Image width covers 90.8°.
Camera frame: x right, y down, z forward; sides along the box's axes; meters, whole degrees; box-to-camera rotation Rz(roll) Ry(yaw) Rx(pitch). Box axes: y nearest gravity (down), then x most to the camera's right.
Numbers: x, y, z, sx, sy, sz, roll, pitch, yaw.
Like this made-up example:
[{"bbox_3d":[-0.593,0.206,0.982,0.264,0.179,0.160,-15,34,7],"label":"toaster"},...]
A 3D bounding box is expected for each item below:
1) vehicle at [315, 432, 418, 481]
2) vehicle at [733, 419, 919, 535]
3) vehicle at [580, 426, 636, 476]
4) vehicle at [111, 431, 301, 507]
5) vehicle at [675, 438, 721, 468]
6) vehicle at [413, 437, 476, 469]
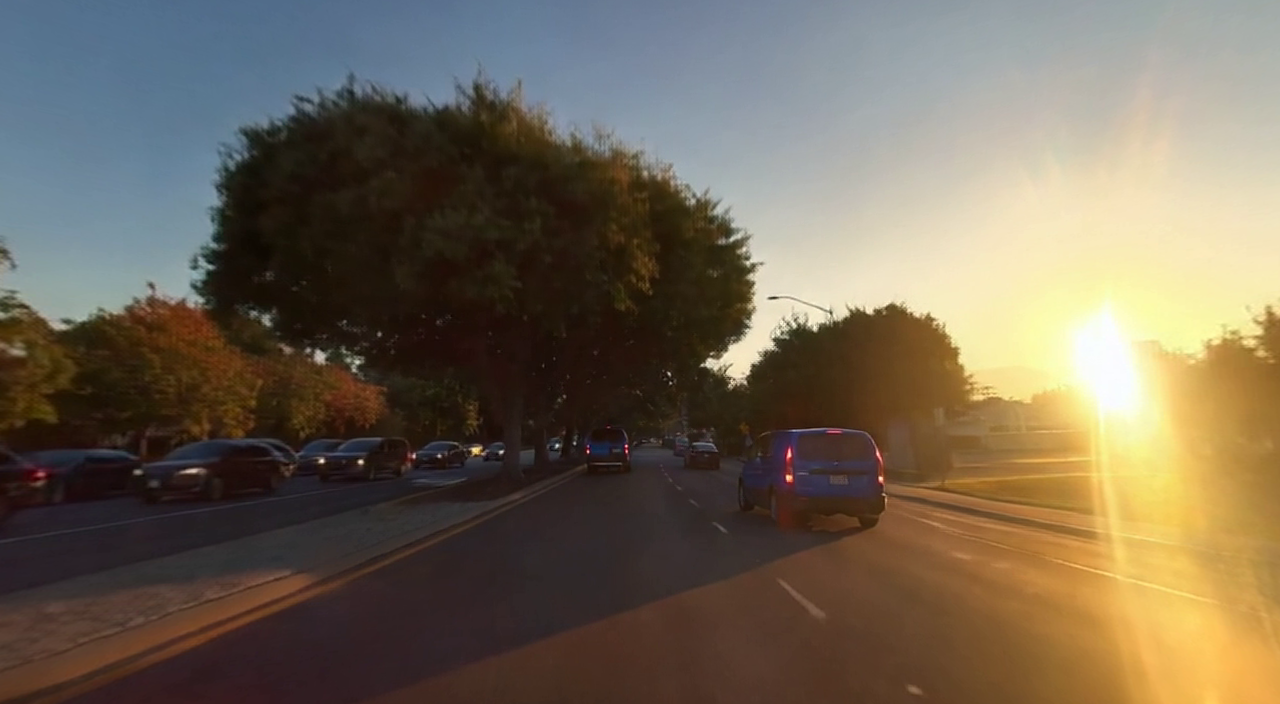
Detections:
[{"bbox_3d":[-11.101,4.267,26.110,2.091,1.806,4.859,0,-8,0],"label":"vehicle"},{"bbox_3d":[3.011,2.123,11.295,1.965,1.671,4.146,0,-8,-1],"label":"vehicle"},{"bbox_3d":[-1.327,4.404,28.248,2.228,2.054,4.309,0,-8,1],"label":"vehicle"},{"bbox_3d":[-10.927,2.953,16.379,1.988,1.689,4.047,0,-8,0],"label":"vehicle"},{"bbox_3d":[3.372,6.004,37.629,2.248,1.692,4.252,0,-8,-1],"label":"vehicle"},{"bbox_3d":[-11.265,5.862,36.778,2.192,1.754,4.569,0,-8,0],"label":"vehicle"}]
